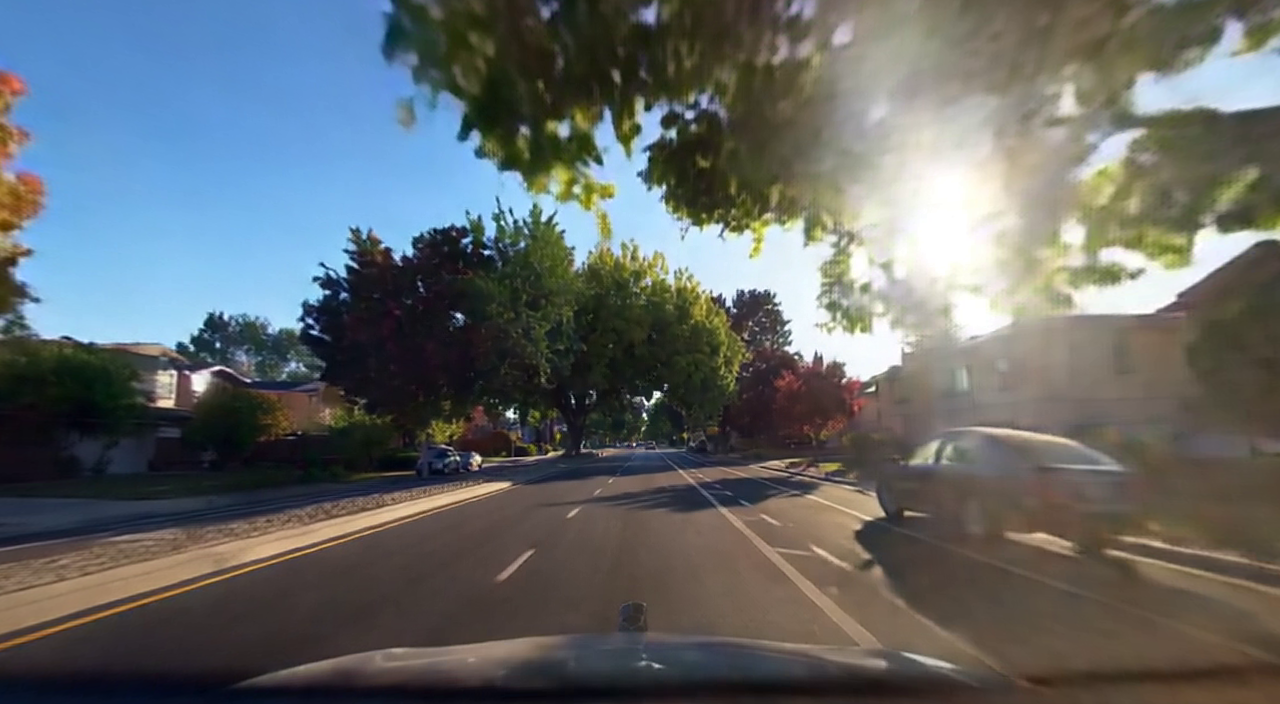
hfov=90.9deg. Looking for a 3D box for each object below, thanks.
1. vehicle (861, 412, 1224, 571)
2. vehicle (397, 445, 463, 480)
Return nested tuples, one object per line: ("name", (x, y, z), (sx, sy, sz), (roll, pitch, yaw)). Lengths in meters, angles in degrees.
("vehicle", (5.169, 1.834, 9.164), (2.104, 1.687, 4.636), (0, -8, -1))
("vehicle", (-11.428, 6.007, 34.722), (2.023, 1.629, 4.822), (-2, -7, 0))
